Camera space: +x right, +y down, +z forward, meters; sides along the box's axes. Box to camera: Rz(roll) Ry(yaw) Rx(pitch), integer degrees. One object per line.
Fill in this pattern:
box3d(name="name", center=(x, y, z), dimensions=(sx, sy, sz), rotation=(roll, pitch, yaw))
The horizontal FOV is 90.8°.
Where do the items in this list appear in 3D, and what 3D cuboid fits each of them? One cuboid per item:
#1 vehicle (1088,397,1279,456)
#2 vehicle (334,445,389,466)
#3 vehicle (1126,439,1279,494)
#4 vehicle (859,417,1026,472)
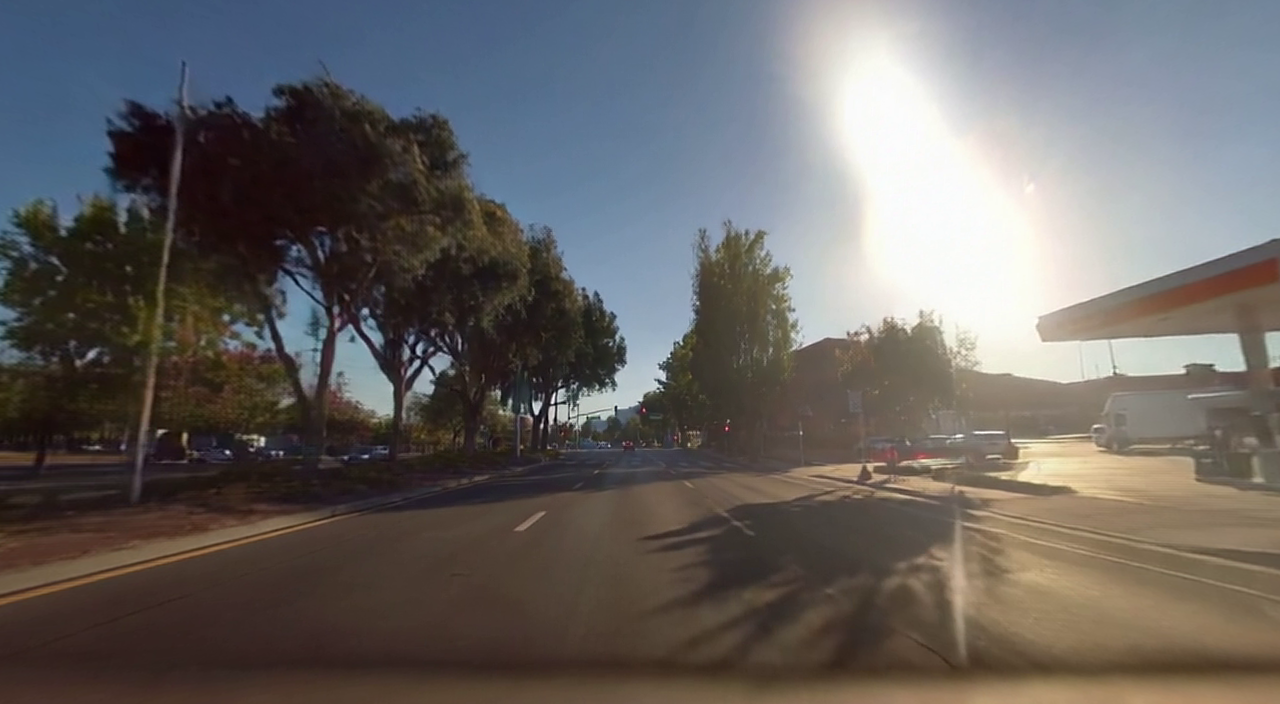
box3d(name="vehicle", center=(38.001, 5.214, 43.814), dimensions=(11.260, 3.858, 3.063), rotation=(0, -9, 0))
box3d(name="vehicle", center=(-20.173, 7.486, 45.983), dimensions=(1.846, 1.461, 4.674), rotation=(0, -8, 1))
box3d(name="vehicle", center=(17.648, 3.450, 19.353), dimensions=(1.815, 1.471, 4.398), rotation=(0, -9, -3))
box3d(name="vehicle", center=(13.300, 4.135, 28.160), dimensions=(6.063, 2.313, 2.534), rotation=(0, -8, 1))
